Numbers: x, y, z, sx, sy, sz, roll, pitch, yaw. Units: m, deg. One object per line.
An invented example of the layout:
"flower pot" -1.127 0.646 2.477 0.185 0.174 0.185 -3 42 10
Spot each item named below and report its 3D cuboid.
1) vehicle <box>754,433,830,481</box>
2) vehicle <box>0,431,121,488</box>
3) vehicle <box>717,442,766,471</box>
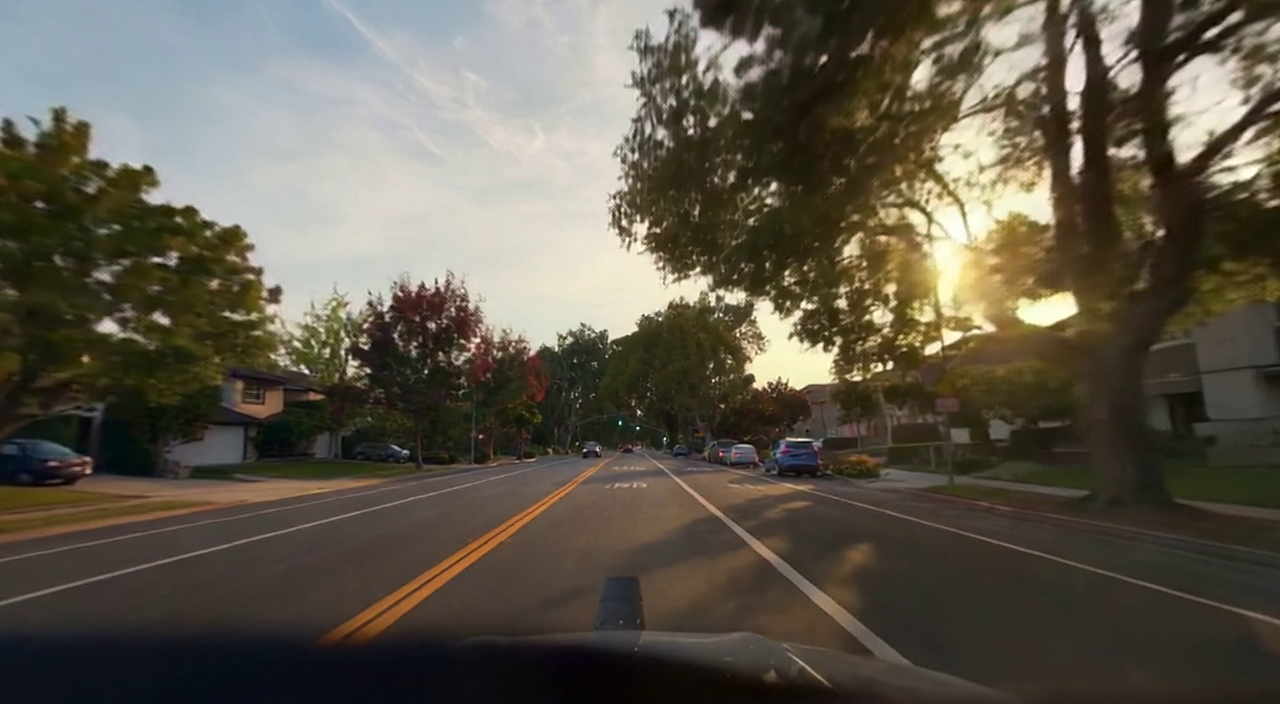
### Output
"vehicle" 6.500 4.517 27.519 2.099 1.878 4.476 0 -8 -1
"vehicle" -19.662 3.364 20.047 4.497 1.674 2.168 -1 -8 4
"vehicle" 6.236 6.434 39.256 2.226 1.682 4.461 0 -8 -1
